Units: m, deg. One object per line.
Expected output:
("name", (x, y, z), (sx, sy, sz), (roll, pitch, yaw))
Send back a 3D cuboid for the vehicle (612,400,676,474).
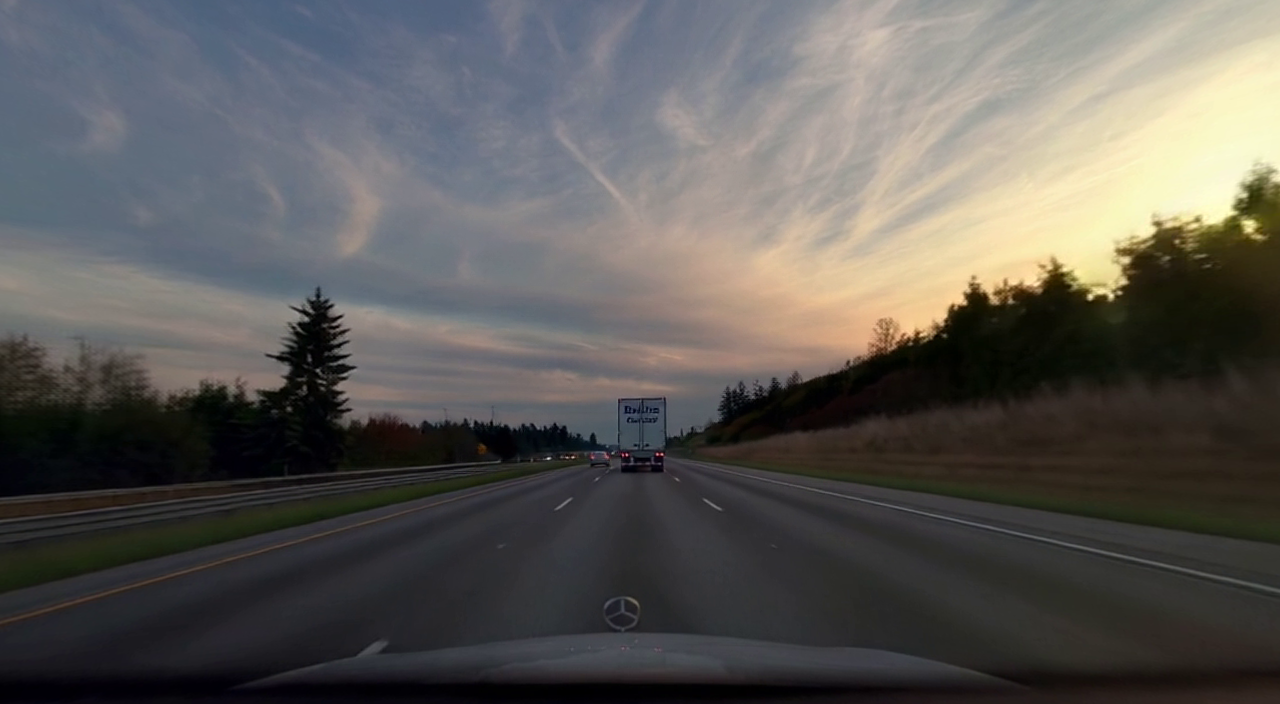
("vehicle", (0.206, 6.019, 43.355), (3.537, 4.071, 17.399), (0, -9, 0))
